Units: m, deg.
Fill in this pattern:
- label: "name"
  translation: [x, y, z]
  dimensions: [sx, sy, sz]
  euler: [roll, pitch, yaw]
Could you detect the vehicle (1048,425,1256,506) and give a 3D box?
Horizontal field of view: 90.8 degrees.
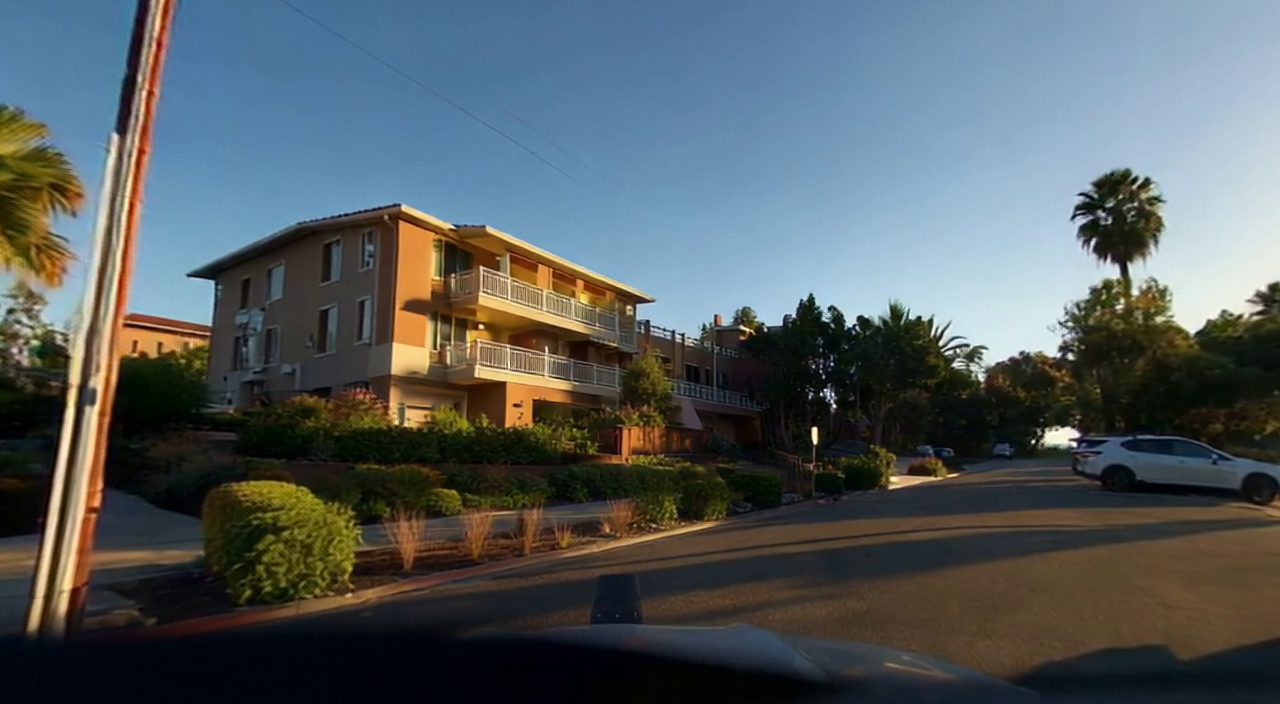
- label: "vehicle"
  translation: [19.389, 4.228, 24.409]
  dimensions: [5.872, 2.468, 2.864]
  euler: [-1, -8, 36]
